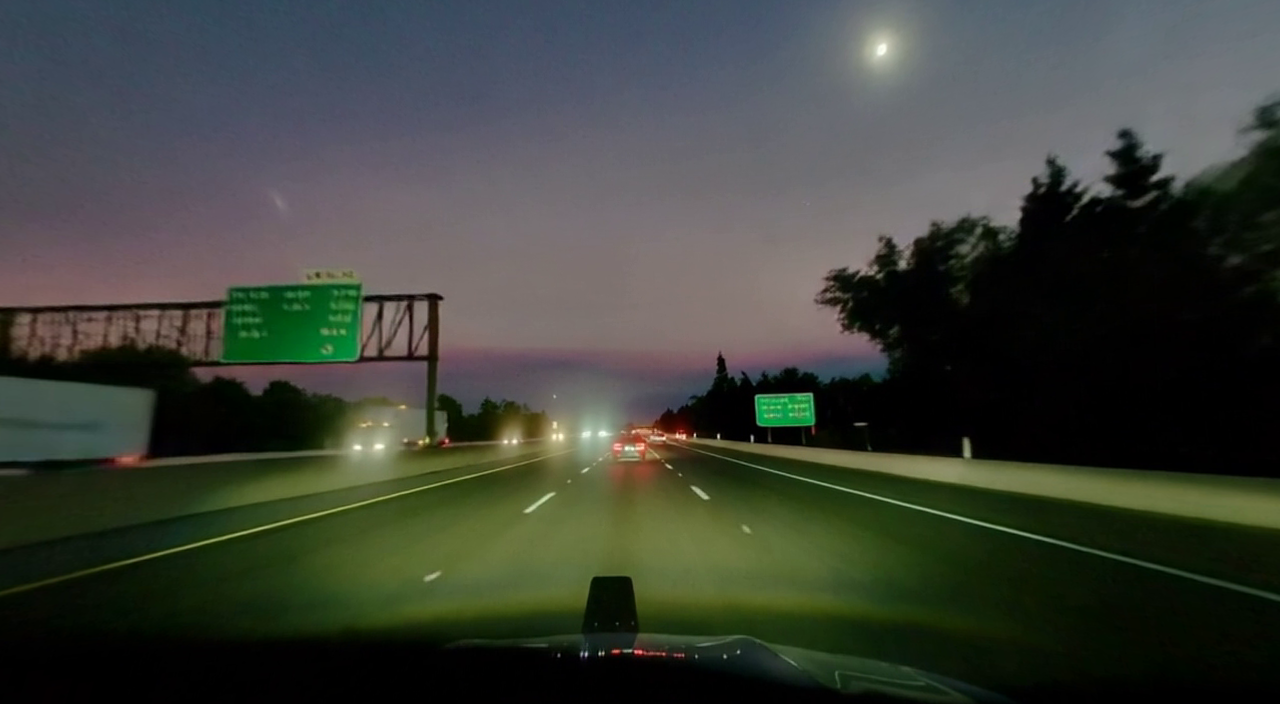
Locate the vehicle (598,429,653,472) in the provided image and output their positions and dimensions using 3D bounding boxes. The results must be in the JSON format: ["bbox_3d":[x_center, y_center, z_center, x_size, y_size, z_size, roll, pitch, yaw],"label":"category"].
[{"bbox_3d":[-0.579,3.979,25.740,2.094,1.600,3.666,0,-8,-1],"label":"vehicle"}]

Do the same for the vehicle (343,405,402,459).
[{"bbox_3d":[-20.482,6.164,48.416,2.961,4.001,3.172,0,-8,0],"label":"vehicle"}]
